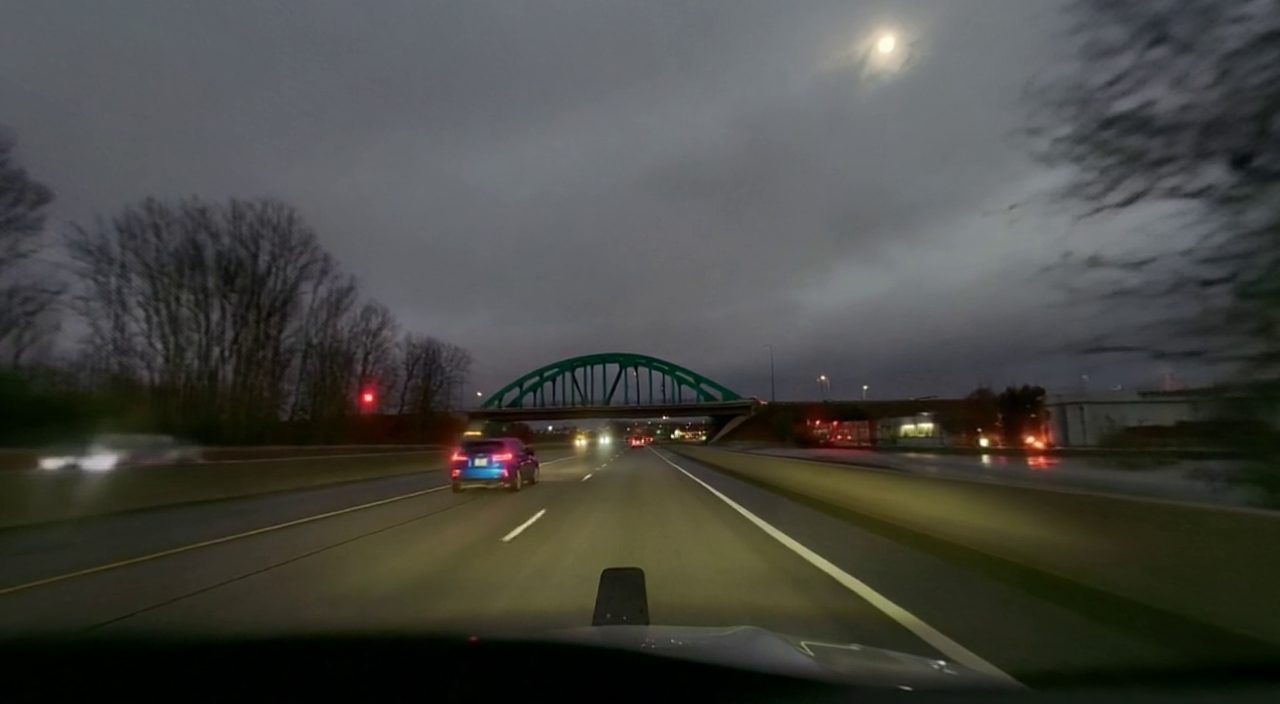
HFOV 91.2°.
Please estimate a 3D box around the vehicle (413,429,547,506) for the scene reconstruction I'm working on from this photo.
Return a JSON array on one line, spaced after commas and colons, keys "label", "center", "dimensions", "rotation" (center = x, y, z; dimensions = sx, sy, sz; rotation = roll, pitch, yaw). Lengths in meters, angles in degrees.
[{"label": "vehicle", "center": [-3.600, 2.678, 15.045], "dimensions": [2.052, 1.556, 4.405], "rotation": [0, -8, 0]}]
